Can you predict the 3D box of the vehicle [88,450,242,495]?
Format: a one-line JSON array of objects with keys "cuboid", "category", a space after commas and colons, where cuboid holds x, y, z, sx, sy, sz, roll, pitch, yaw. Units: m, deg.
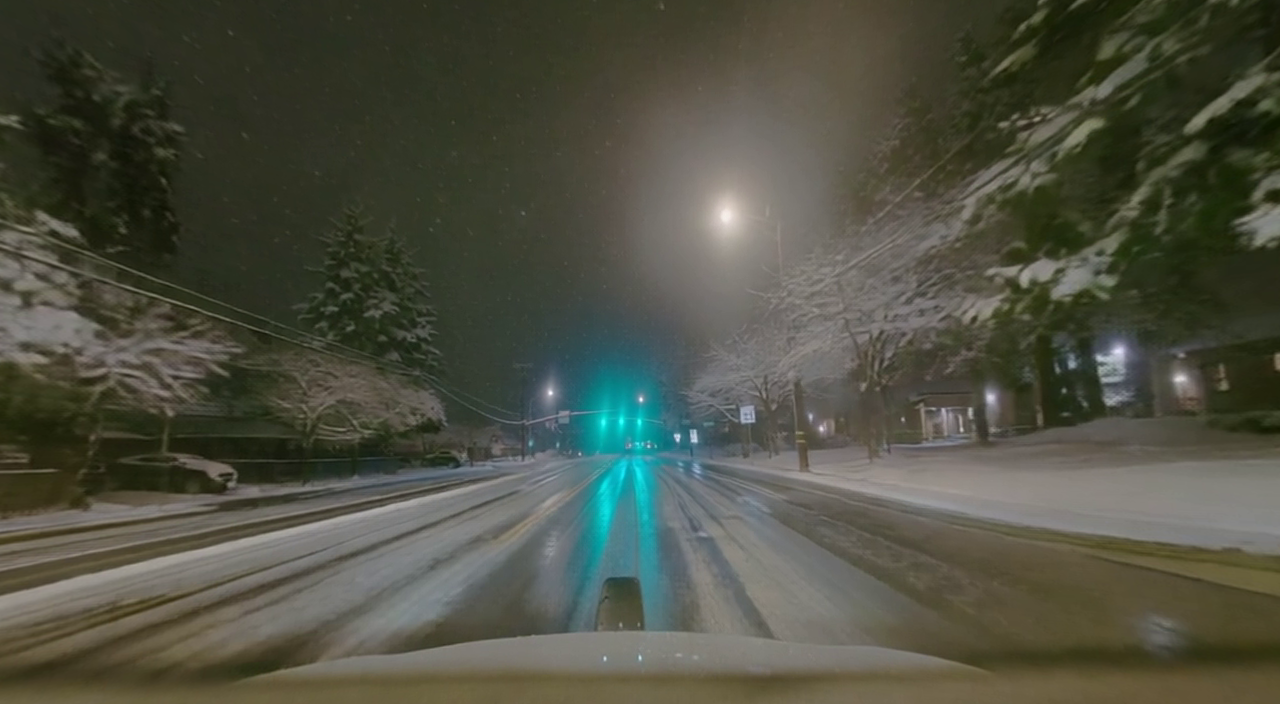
[{"cuboid": [-20.254, 5.140, 27.142, 4.761, 1.812, 2.206, 0, -9, -1], "category": "vehicle"}]
